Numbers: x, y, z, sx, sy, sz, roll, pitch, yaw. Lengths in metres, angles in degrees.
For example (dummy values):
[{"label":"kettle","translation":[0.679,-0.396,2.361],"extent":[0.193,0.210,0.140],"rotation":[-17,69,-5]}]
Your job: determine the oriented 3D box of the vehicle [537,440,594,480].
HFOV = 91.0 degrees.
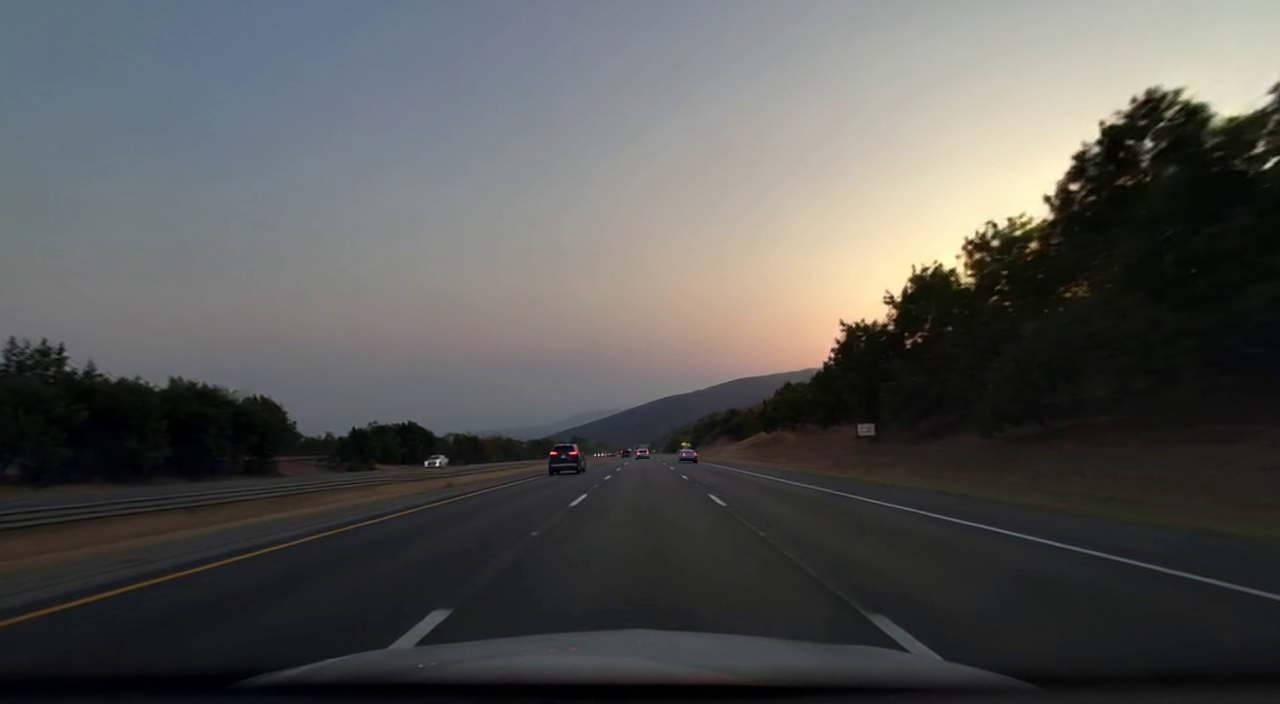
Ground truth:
[{"label":"vehicle","translation":[-3.440,5.071,29.846],"extent":[2.070,1.707,4.309],"rotation":[0,-9,2]}]
